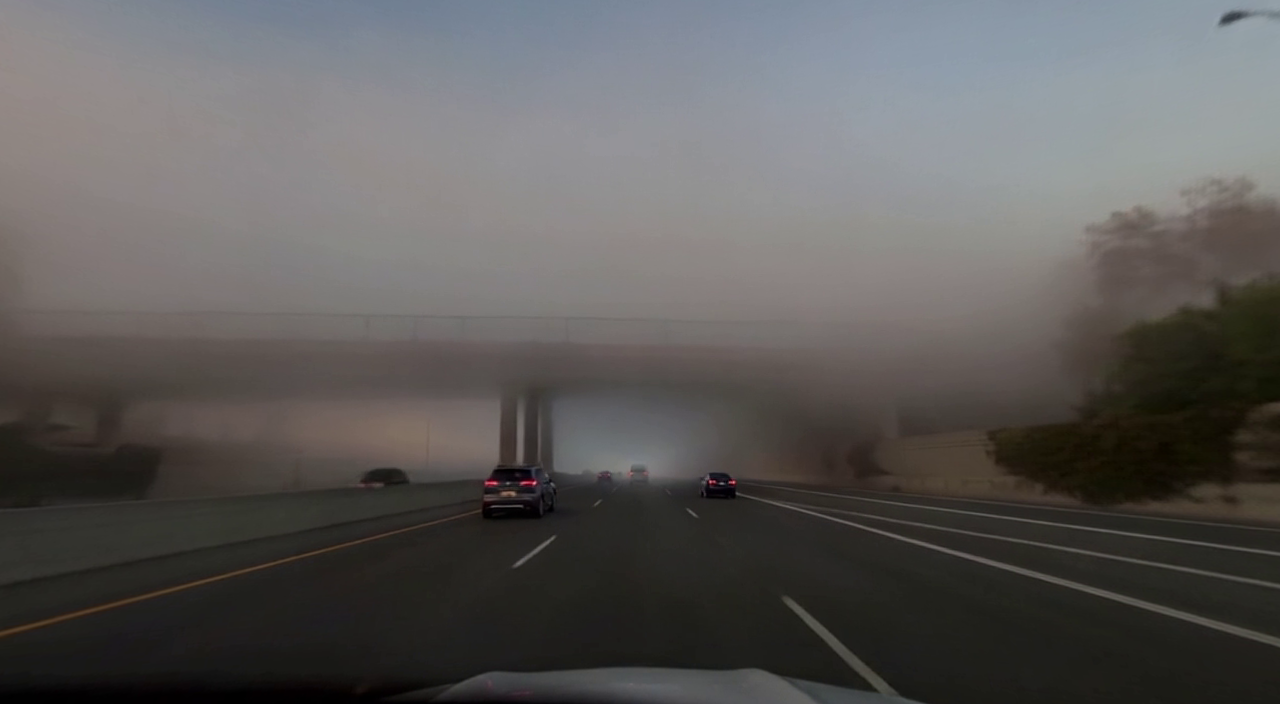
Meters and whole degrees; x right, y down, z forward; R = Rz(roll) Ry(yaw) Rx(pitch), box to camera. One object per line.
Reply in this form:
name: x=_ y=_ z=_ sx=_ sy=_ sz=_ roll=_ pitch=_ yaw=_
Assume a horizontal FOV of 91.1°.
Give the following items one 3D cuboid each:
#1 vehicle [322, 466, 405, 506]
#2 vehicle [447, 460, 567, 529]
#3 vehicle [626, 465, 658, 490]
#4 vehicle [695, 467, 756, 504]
vehicle: x=-12.424 y=6.018 z=28.522 sx=1.868 sy=1.616 sz=4.107 roll=1 pitch=-10 yaw=0
vehicle: x=-3.248 y=3.605 z=16.321 sx=2.099 sy=1.516 sz=4.308 roll=0 pitch=-10 yaw=1
vehicle: x=0.181 y=8.923 z=44.811 sx=2.181 sy=1.698 sz=4.056 roll=1 pitch=-10 yaw=1
vehicle: x=3.773 y=6.014 z=28.623 sx=2.092 sy=1.518 sz=4.348 roll=1 pitch=-10 yaw=-1
